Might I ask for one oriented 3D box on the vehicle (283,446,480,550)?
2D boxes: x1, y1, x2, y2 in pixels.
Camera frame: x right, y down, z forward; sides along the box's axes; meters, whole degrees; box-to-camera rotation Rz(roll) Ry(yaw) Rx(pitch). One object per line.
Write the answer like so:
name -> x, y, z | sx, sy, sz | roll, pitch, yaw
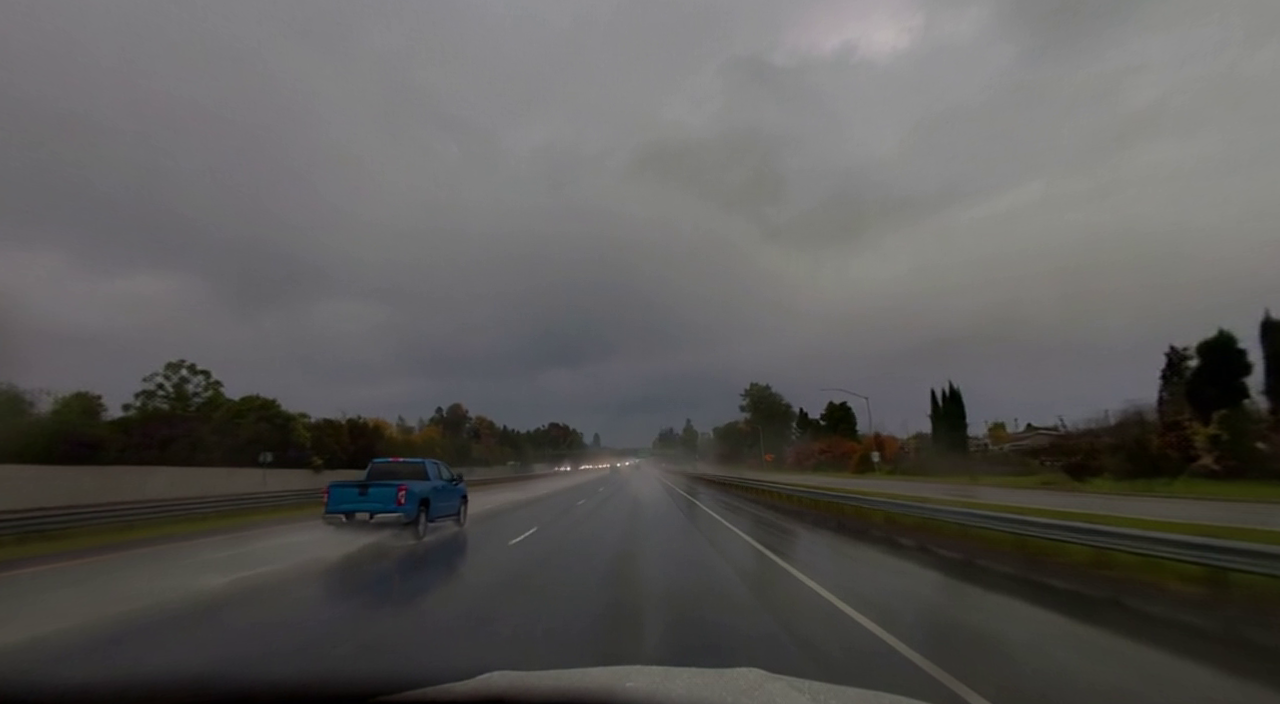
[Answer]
vehicle -> -4.448, 2.589, 11.636 | 1.914, 1.534, 4.015 | 1, -10, 0
